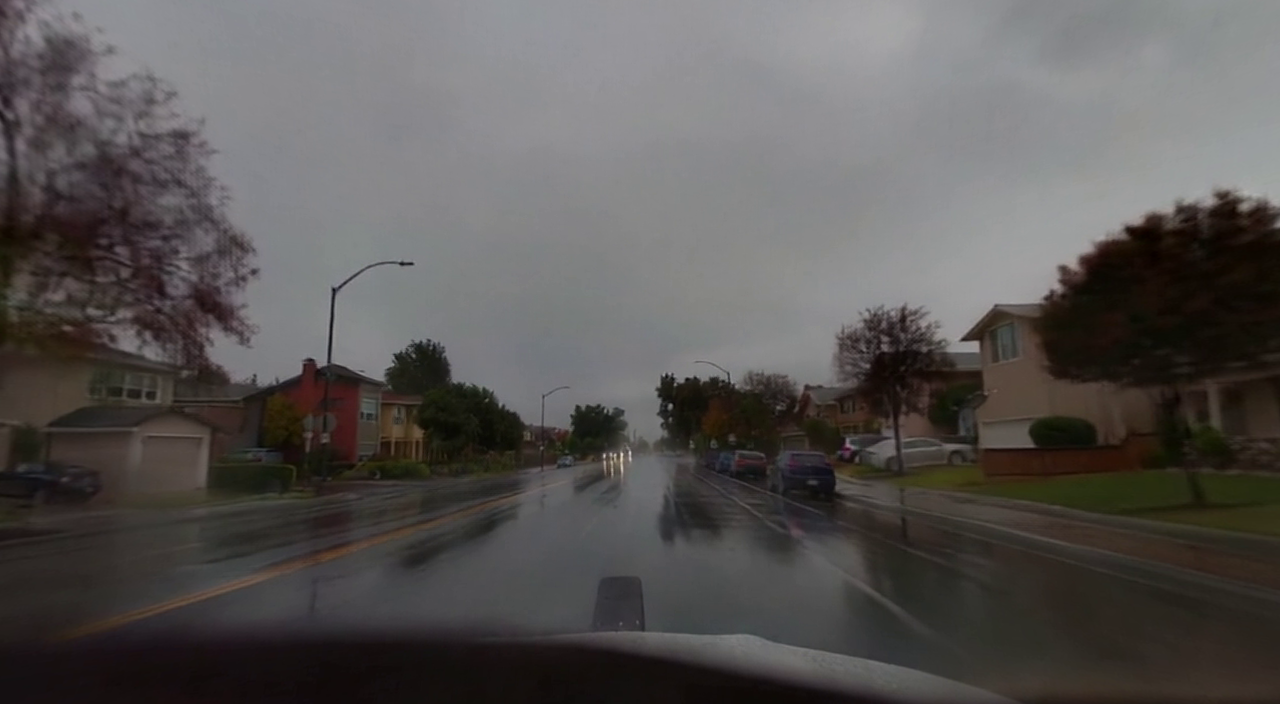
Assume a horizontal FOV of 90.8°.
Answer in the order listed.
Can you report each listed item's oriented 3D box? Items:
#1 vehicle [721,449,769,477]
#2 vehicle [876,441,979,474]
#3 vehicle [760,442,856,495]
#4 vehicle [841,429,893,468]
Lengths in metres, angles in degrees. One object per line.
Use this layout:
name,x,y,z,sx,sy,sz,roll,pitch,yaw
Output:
vehicle,6.102,6.466,37.103,1.938,1.464,4.390,-1,-8,-2
vehicle,14.172,5.203,31.330,4.132,1.535,1.923,-1,-8,3
vehicle,5.541,3.941,21.581,1.971,1.558,4.895,0,-10,0
vehicle,13.883,5.840,38.359,2.330,2.123,6.314,-4,-9,25
